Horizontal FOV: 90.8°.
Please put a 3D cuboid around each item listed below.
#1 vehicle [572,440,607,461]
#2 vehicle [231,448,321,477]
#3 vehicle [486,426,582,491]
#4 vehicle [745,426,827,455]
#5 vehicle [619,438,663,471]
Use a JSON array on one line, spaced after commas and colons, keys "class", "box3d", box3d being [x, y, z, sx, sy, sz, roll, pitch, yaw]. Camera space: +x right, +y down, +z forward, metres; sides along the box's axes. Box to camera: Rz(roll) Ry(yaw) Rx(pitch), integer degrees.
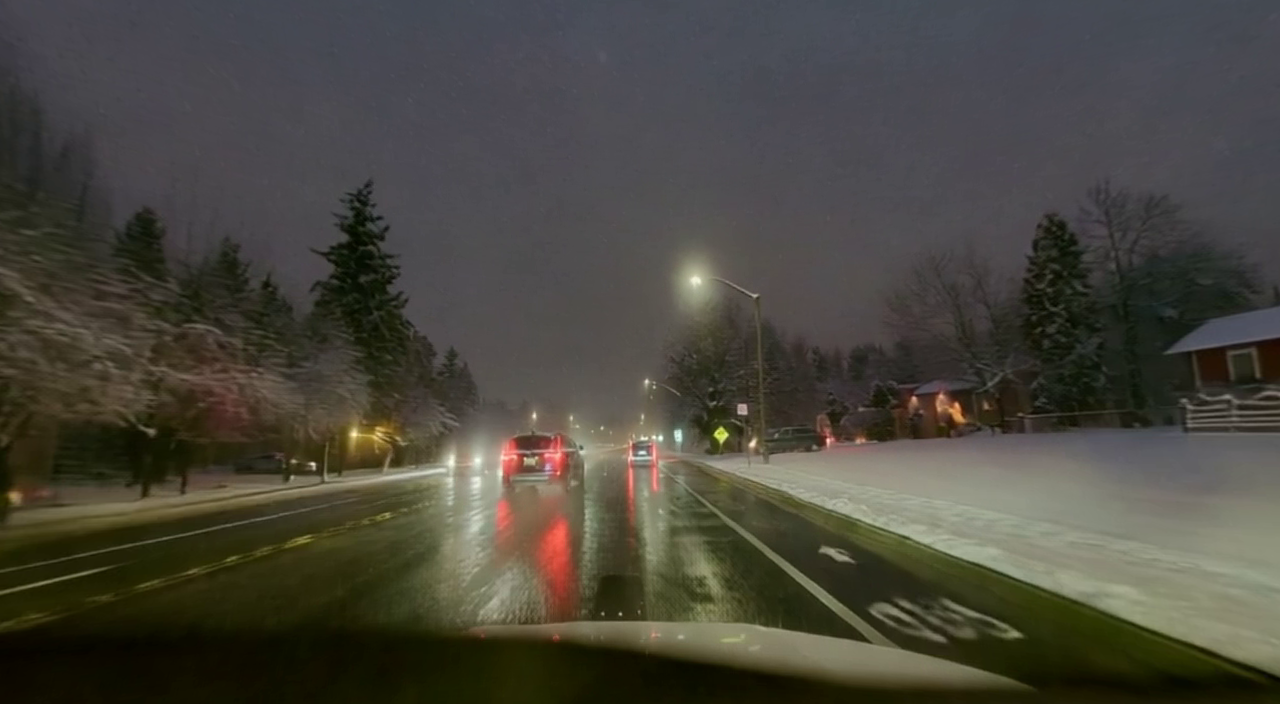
[{"class": "vehicle", "box3d": [-3.769, 7.491, 48.078, 2.268, 1.522, 4.350, 0, -8, 0]}, {"class": "vehicle", "box3d": [-22.287, 6.747, 38.774, 4.203, 1.693, 2.072, 0, -8, 1]}, {"class": "vehicle", "box3d": [-3.138, 3.288, 19.746, 2.157, 1.771, 4.452, 0, -8, 1]}, {"class": "vehicle", "box3d": [11.068, 6.740, 48.212, 5.552, 2.070, 2.533, 0, -8, -4]}, {"class": "vehicle", "box3d": [0.003, 5.106, 31.702, 2.062, 1.518, 3.901, 0, -8, -1]}]
